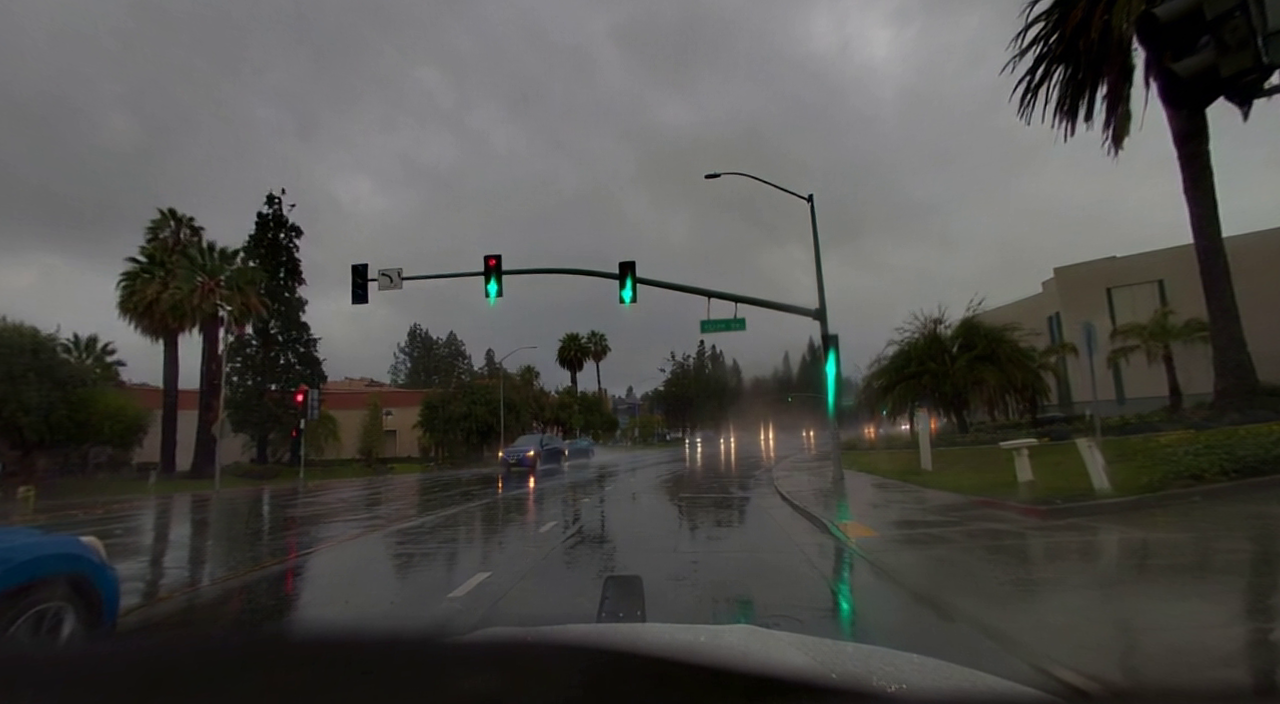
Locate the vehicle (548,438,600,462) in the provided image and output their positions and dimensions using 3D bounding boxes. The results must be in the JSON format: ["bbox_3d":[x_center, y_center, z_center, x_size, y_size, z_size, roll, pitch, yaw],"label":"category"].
[{"bbox_3d":[-4.936,7.389,47.754,2.118,1.647,4.310,-4,-9,21],"label":"vehicle"}]

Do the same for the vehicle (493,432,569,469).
[{"bbox_3d":[-5.683,5.232,33.630,2.181,1.792,4.648,-3,-9,16],"label":"vehicle"}]
